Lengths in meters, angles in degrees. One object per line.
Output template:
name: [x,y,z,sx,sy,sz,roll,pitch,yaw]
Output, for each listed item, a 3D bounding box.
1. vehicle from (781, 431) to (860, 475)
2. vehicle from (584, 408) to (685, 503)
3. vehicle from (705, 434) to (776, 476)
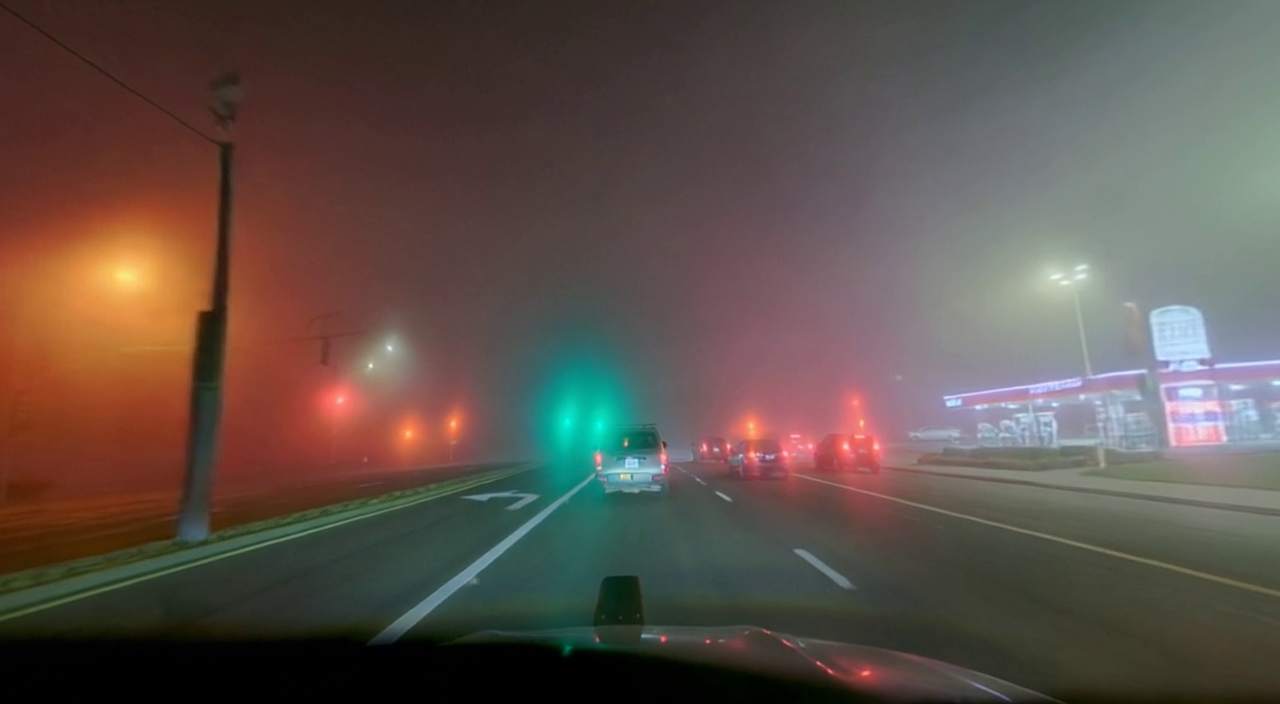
vehicle: [7.036,3.973,25.084,1.793,1.585,4.130,0,-8,-1]
vehicle: [-0.126,2.445,15.226,2.038,1.917,4.900,0,-8,0]
vehicle: [3.783,3.969,24.550,1.940,1.474,4.234,0,-8,-2]
